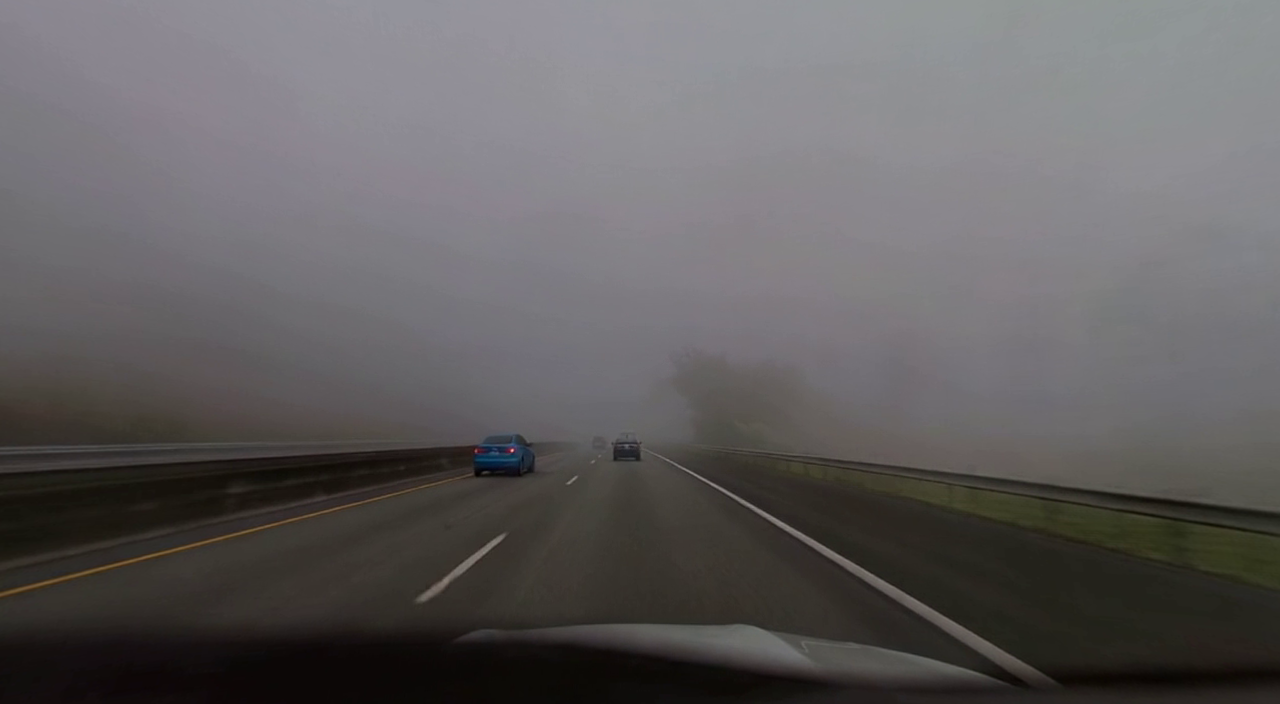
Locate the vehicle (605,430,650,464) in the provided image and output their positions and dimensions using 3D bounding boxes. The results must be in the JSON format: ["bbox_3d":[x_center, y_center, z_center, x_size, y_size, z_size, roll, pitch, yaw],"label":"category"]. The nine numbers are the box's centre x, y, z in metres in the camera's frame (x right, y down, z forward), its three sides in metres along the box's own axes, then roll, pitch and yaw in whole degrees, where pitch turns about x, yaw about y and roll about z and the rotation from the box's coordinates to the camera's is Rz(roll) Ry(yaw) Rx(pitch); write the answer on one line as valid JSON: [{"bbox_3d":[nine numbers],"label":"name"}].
[{"bbox_3d":[-0.655,4.908,32.795,2.162,1.616,4.242,0,-8,-1],"label":"vehicle"}]

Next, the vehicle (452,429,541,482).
[{"bbox_3d":[-4.545,3.316,20.584,1.975,1.518,4.242,0,-8,-1],"label":"vehicle"}]
